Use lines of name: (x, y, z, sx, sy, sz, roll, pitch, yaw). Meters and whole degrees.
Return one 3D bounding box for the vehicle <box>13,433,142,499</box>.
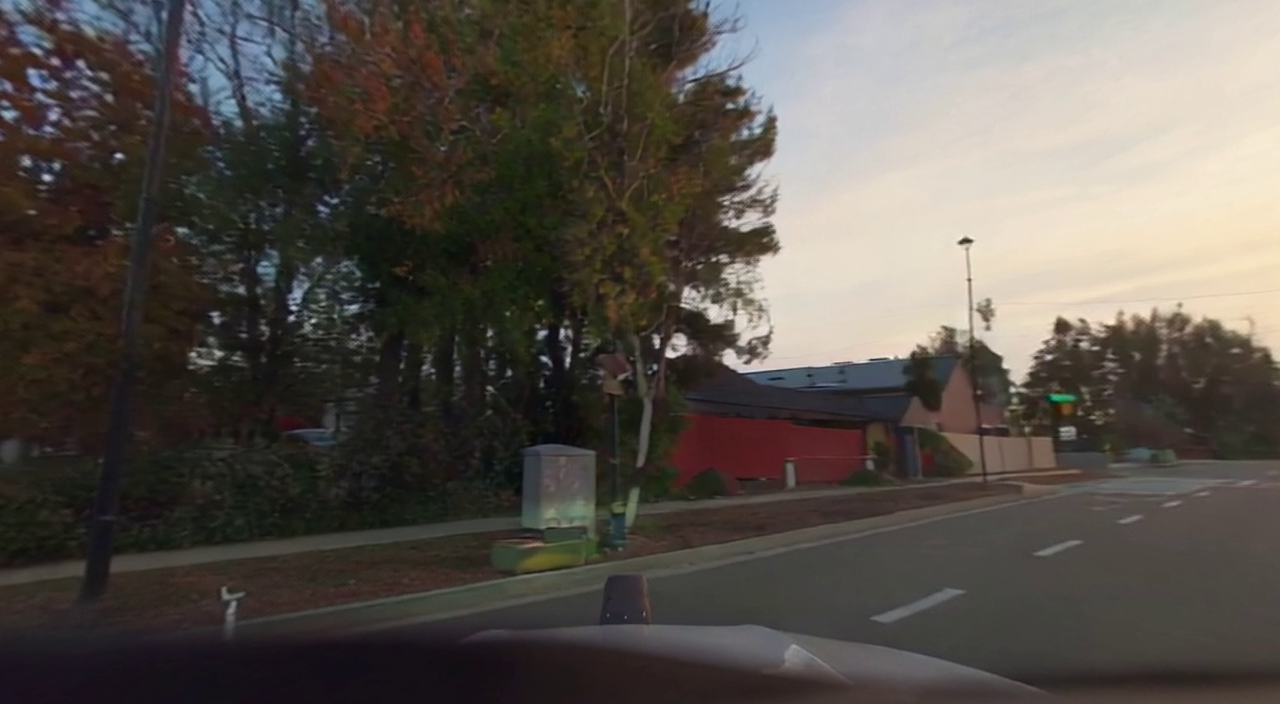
vehicle: (-16.712, 3.261, 18.814, 2.449, 1.666, 5.035, 7, -10, -41)
